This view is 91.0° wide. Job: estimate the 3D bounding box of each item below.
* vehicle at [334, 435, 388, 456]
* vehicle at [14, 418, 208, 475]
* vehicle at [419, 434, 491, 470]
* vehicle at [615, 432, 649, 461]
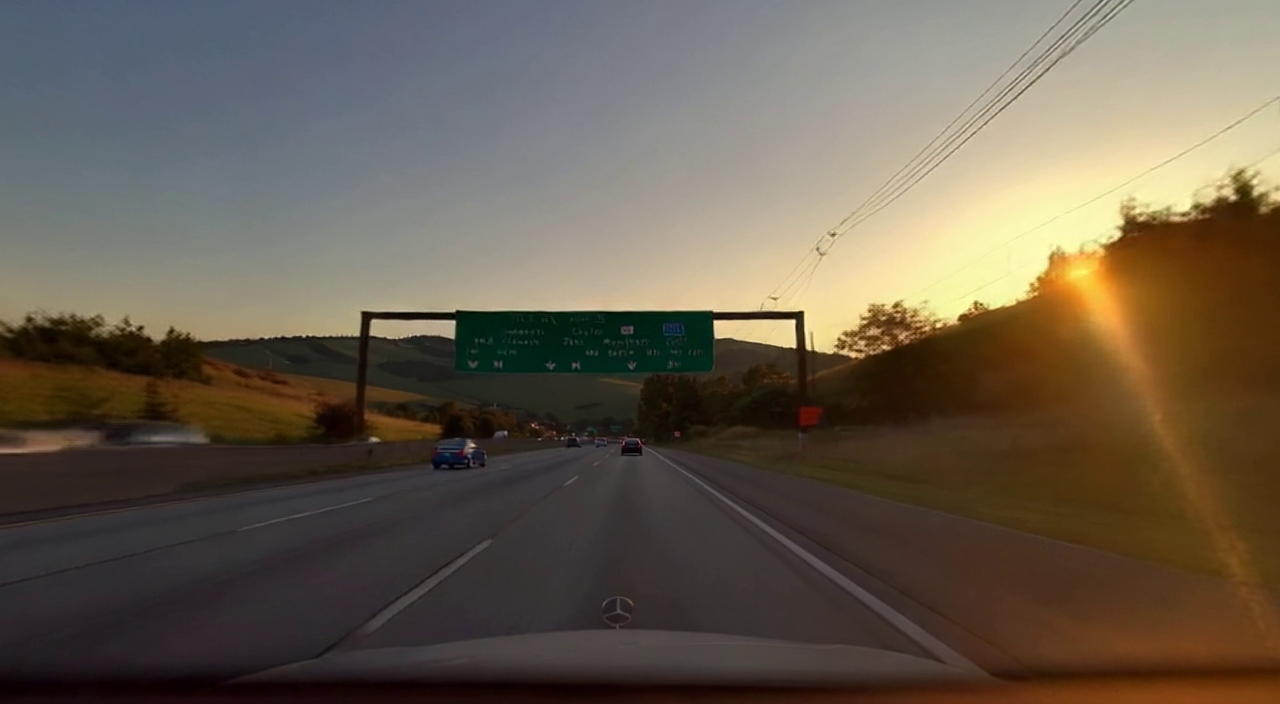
[{"bbox_3d":[-20.368,6.835,46.164,1.896,1.464,4.522,0,-8,-1],"label":"vehicle"},{"bbox_3d":[-15.541,2.823,18.900,1.896,1.466,4.500,0,-8,0],"label":"vehicle"},{"bbox_3d":[-8.380,4.555,28.915,2.047,1.486,4.306,0,-8,0],"label":"vehicle"},{"bbox_3d":[-0.512,6.082,40.648,2.040,1.715,3.906,0,-8,-1],"label":"vehicle"}]
